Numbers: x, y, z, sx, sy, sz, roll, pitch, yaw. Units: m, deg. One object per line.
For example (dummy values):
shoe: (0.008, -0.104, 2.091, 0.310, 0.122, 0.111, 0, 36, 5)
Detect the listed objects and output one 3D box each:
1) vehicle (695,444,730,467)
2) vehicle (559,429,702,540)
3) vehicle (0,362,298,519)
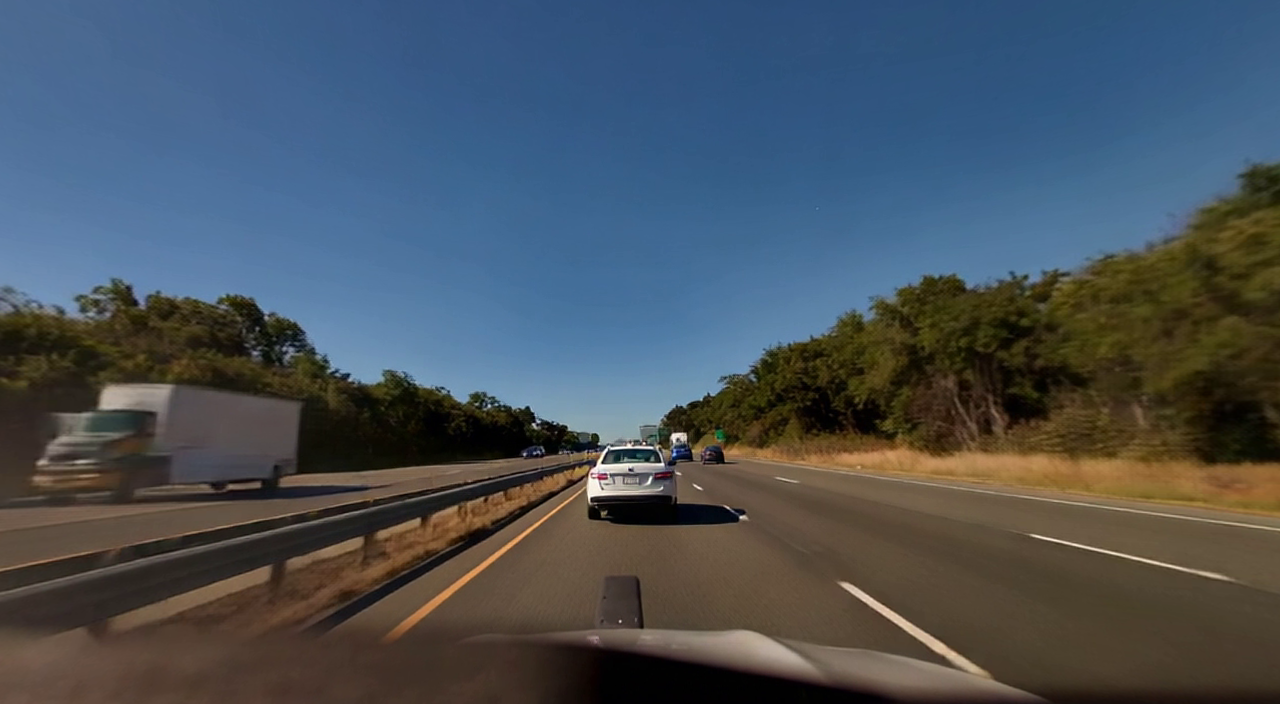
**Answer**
vehicle: (5.047, 7.288, 44.289, 1.931, 1.516, 3.995, 0, -9, 0)
vehicle: (-0.157, 2.221, 11.070, 2.088, 1.580, 3.657, 0, -9, 0)
vehicle: (-13.366, 2.536, 17.832, 2.757, 3.414, 7.910, -1, -9, 0)
